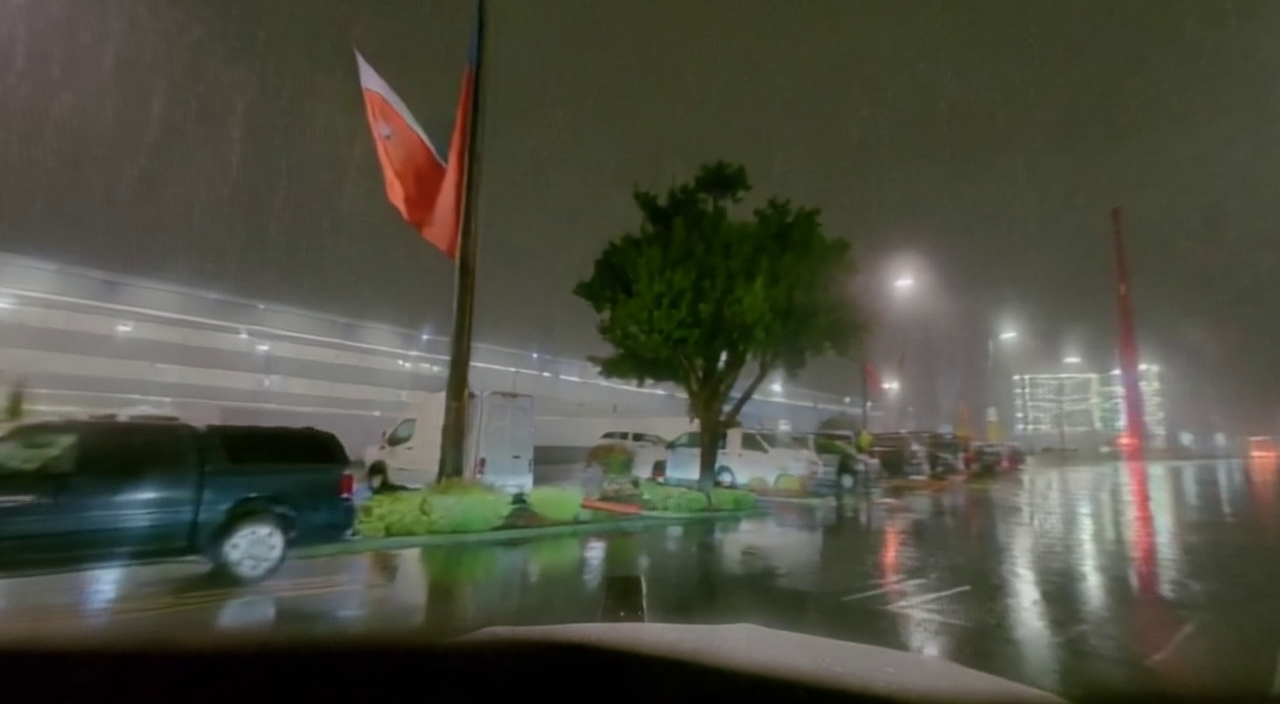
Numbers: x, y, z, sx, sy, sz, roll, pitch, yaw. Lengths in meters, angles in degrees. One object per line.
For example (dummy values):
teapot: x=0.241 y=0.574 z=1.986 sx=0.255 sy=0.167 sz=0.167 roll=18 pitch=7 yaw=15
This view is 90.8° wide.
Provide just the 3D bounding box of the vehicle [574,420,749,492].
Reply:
vehicle: x=0.493 y=3.526 z=22.161 sx=2.228 sy=2.126 sz=6.632 roll=5 pitch=-9 yaw=-40

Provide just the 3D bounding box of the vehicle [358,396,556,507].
vehicle: x=-4.945 y=2.549 z=16.421 sx=2.491 sy=2.324 sz=5.986 roll=7 pitch=-11 yaw=-41

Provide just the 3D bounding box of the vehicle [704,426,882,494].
vehicle: x=5.640 y=4.033 z=24.347 sx=2.242 sy=2.227 sz=6.505 roll=5 pitch=-9 yaw=-41

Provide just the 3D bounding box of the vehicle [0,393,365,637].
vehicle: x=-5.576 y=1.401 z=5.913 sx=4.992 sy=1.894 sz=2.043 roll=8 pitch=-11 yaw=-42
